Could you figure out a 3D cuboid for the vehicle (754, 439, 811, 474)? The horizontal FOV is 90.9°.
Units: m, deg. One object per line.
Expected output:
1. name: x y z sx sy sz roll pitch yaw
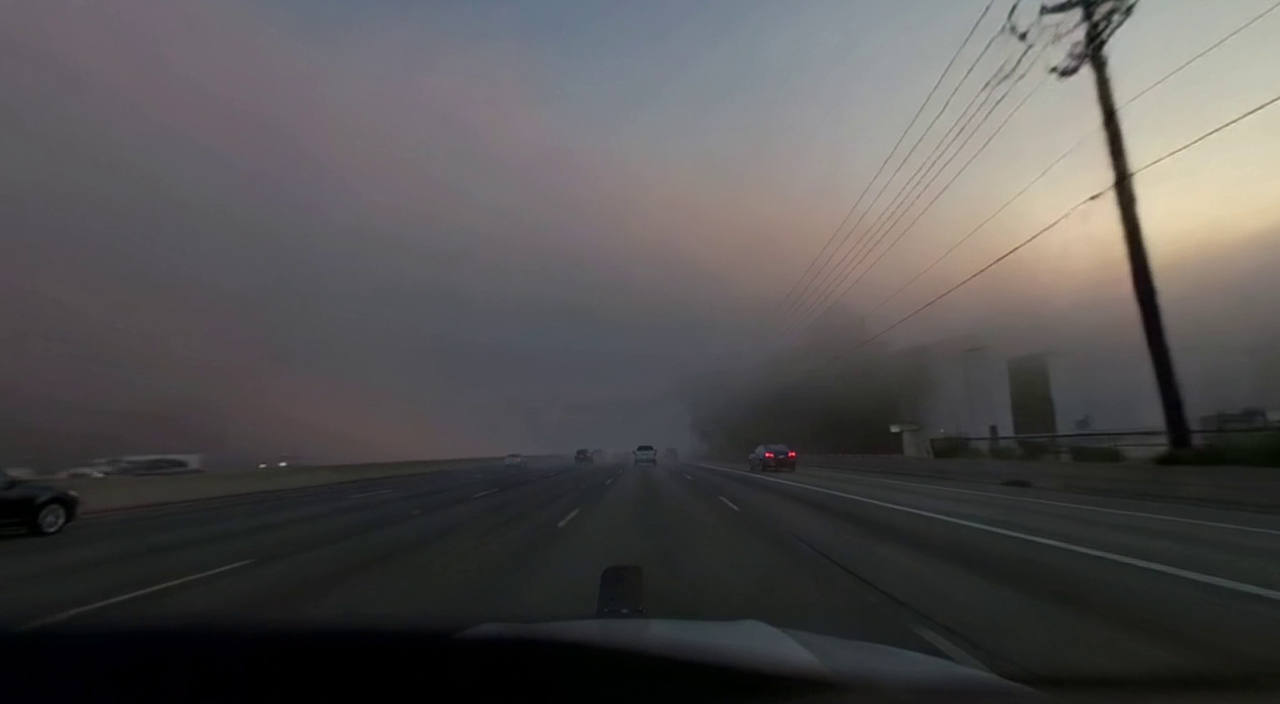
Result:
1. vehicle: 7.456 5.540 33.479 1.937 1.698 4.322 0 -9 -1
